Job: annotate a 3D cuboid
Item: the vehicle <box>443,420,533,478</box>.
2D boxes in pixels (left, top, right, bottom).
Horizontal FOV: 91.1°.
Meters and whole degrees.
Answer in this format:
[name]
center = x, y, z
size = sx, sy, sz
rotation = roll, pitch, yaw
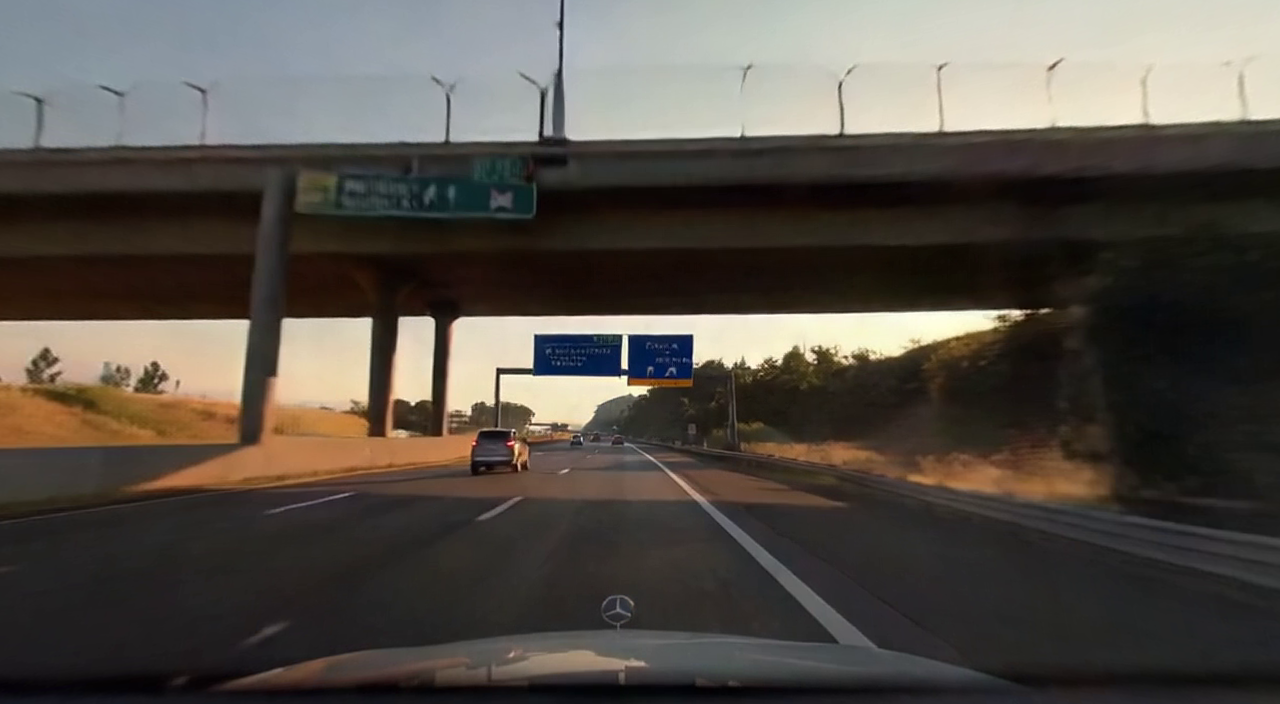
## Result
[vehicle]
center = -4.898, 3.170, 20.887
size = 2.007, 1.727, 4.040
rotation = 0, -8, 0
